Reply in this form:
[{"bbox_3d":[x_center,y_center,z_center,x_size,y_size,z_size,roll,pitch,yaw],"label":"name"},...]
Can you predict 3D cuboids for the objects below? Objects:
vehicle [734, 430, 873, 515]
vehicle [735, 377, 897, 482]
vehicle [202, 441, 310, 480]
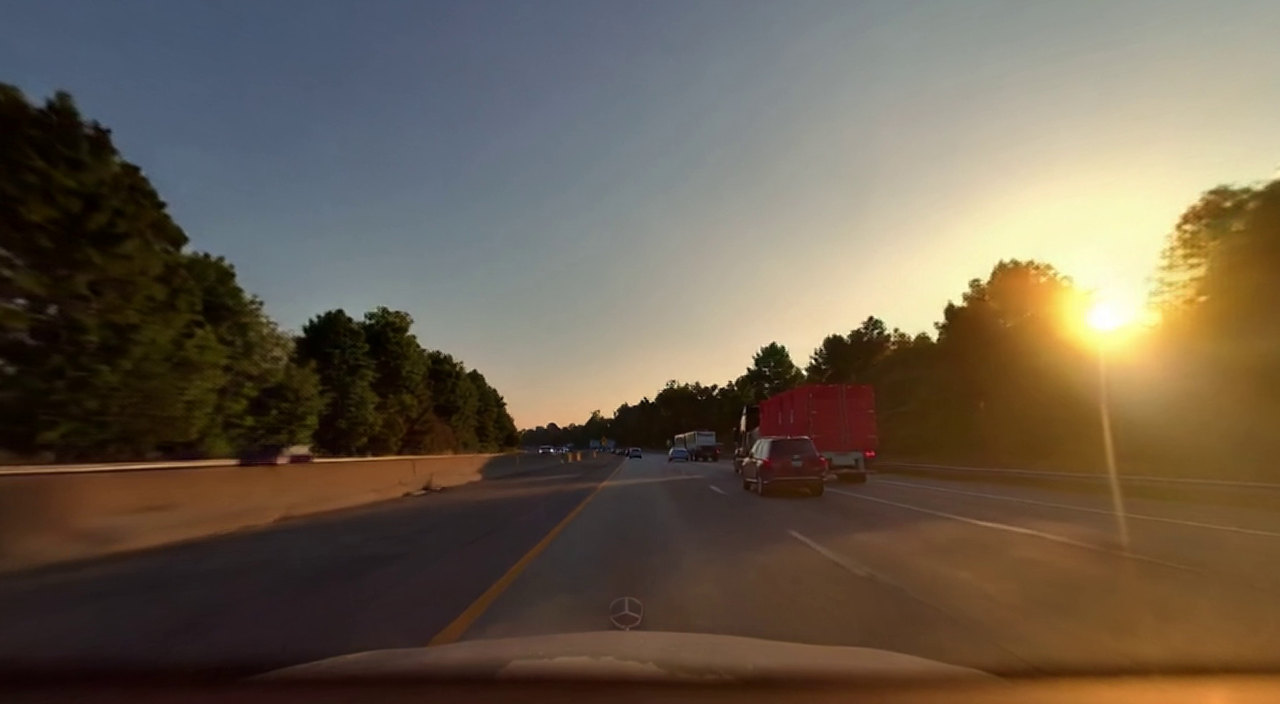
[{"bbox_3d":[3.534,2.707,14.558,2.022,1.658,4.132,0,-9,-1],"label":"vehicle"},{"bbox_3d":[8.022,4.255,32.652,3.441,4.016,16.812,0,-9,0],"label":"vehicle"},{"bbox_3d":[-15.768,4.465,26.166,1.900,1.483,4.077,0,-9,0],"label":"vehicle"}]
